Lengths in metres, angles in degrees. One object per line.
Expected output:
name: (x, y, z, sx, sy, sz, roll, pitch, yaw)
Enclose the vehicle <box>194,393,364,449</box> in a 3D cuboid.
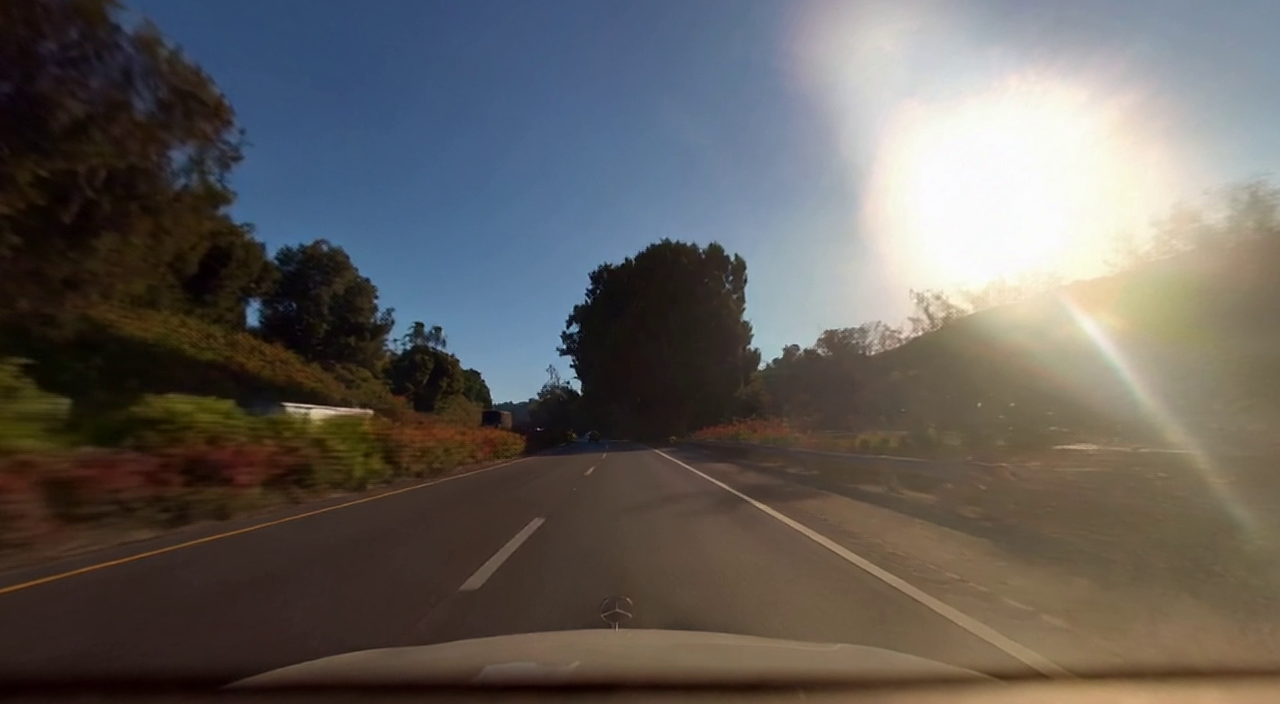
vehicle: (-17.510, 3.558, 31.560, 3.237, 2.392, 9.149, 0, -8, -1)
